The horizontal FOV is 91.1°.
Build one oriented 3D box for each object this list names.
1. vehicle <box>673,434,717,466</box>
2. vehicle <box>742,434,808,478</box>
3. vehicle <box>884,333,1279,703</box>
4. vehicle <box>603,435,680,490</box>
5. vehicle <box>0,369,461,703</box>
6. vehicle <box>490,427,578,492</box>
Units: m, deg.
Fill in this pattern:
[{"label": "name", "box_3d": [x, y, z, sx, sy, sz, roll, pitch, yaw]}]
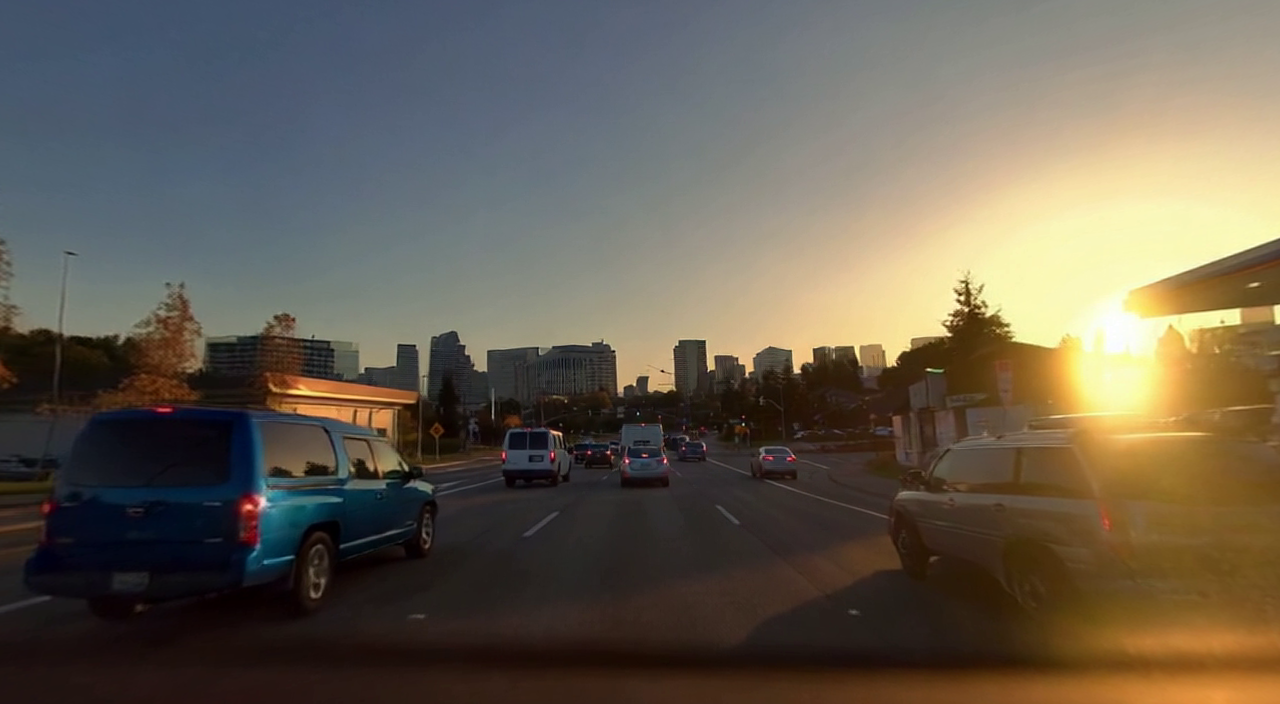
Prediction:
[{"label": "vehicle", "box_3d": [3.335, 6.069, 39.019, 2.193, 1.795, 5.130, 0, -8, 0]}, {"label": "vehicle", "box_3d": [5.681, 4.417, 27.001, 2.119, 1.696, 4.623, -1, -8, 4]}, {"label": "vehicle", "box_3d": [3.585, 1.063, 4.084, 2.055, 1.786, 4.817, 0, -8, 0]}, {"label": "vehicle", "box_3d": [0.078, 3.892, 22.644, 2.426, 1.703, 5.602, 0, -8, 1]}, {"label": "vehicle", "box_3d": [-3.477, 1.336, 5.860, 2.002, 1.747, 5.173, 0, -8, 1]}, {"label": "vehicle", "box_3d": [-3.456, 3.630, 21.541, 2.025, 1.936, 4.995, 0, -8, 1]}]
